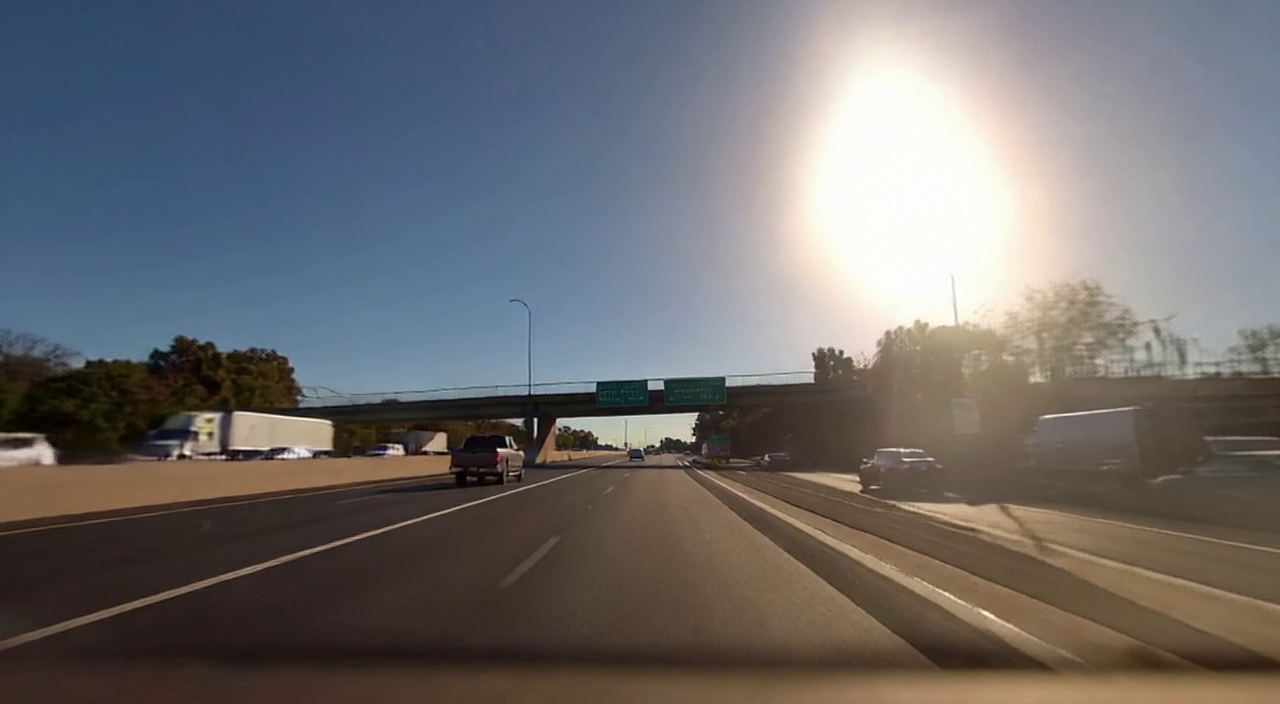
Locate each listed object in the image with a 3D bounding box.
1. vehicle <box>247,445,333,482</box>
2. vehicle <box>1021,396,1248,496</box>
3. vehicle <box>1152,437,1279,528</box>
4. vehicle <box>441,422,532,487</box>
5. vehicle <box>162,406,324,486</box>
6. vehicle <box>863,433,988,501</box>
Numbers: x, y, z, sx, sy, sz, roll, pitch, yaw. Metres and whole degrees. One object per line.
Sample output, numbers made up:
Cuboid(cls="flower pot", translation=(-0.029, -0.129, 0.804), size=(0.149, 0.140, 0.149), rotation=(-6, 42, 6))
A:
Cuboid(cls="vehicle", translation=(-19.264, 6.118, 34.979), size=(1.914, 1.897, 4.674), rotation=(0, -8, 2))
Cuboid(cls="vehicle", translation=(20.391, 4.009, 27.050), size=(3.022, 3.547, 8.645), rotation=(-1, -8, 3))
Cuboid(cls="vehicle", translation=(19.253, 3.899, 19.342), size=(2.426, 2.235, 5.980), rotation=(-4, -6, 6))
Cuboid(cls="vehicle", translation=(-6.149, 4.206, 26.074), size=(2.264, 2.379, 5.248), rotation=(0, -8, 2))
Cuboid(cls="vehicle", translation=(-23.130, 5.615, 37.732), size=(2.945, 4.107, 9.775), rotation=(0, -8, 2))
Cuboid(cls="vehicle", translation=(9.051, 3.656, 20.495), size=(2.146, 1.929, 4.388), rotation=(-1, -8, 3))
